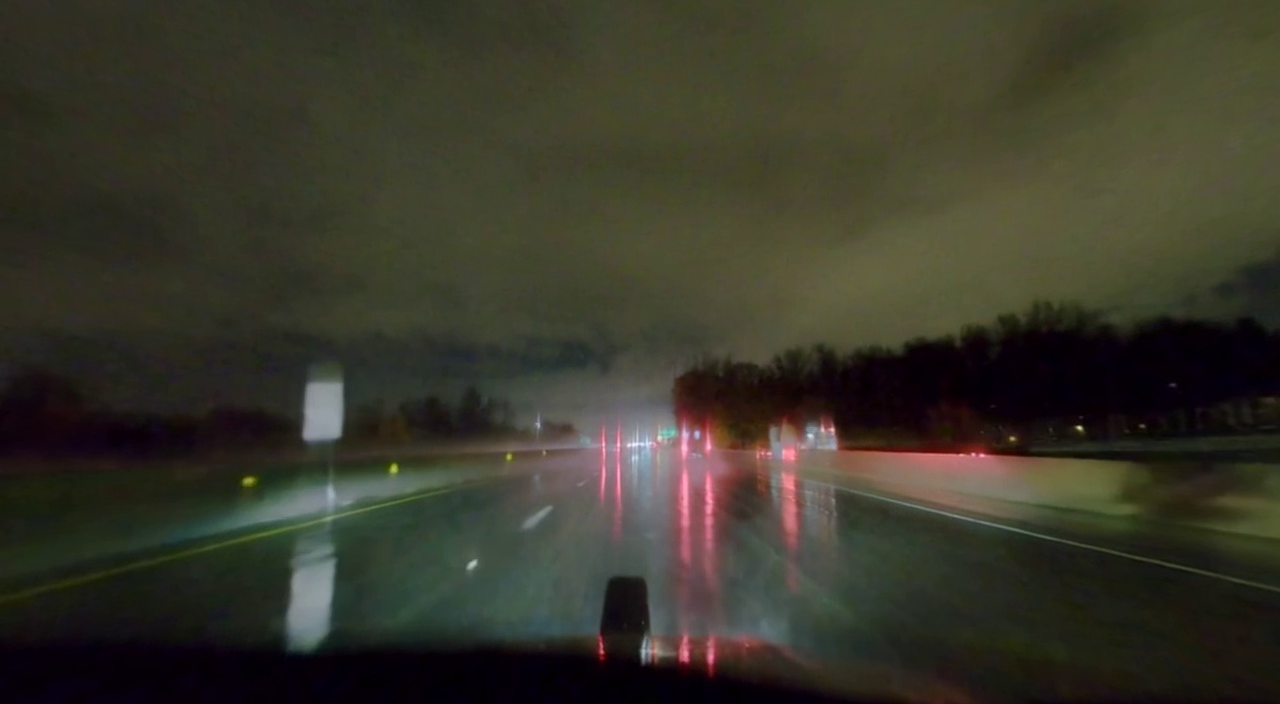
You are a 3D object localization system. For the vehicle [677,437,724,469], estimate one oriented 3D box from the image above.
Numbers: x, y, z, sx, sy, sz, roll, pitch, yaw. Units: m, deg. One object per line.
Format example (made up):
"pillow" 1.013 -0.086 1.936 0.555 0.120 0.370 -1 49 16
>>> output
"vehicle" 3.300 5.595 34.982 2.202 1.682 4.188 0 -8 0
